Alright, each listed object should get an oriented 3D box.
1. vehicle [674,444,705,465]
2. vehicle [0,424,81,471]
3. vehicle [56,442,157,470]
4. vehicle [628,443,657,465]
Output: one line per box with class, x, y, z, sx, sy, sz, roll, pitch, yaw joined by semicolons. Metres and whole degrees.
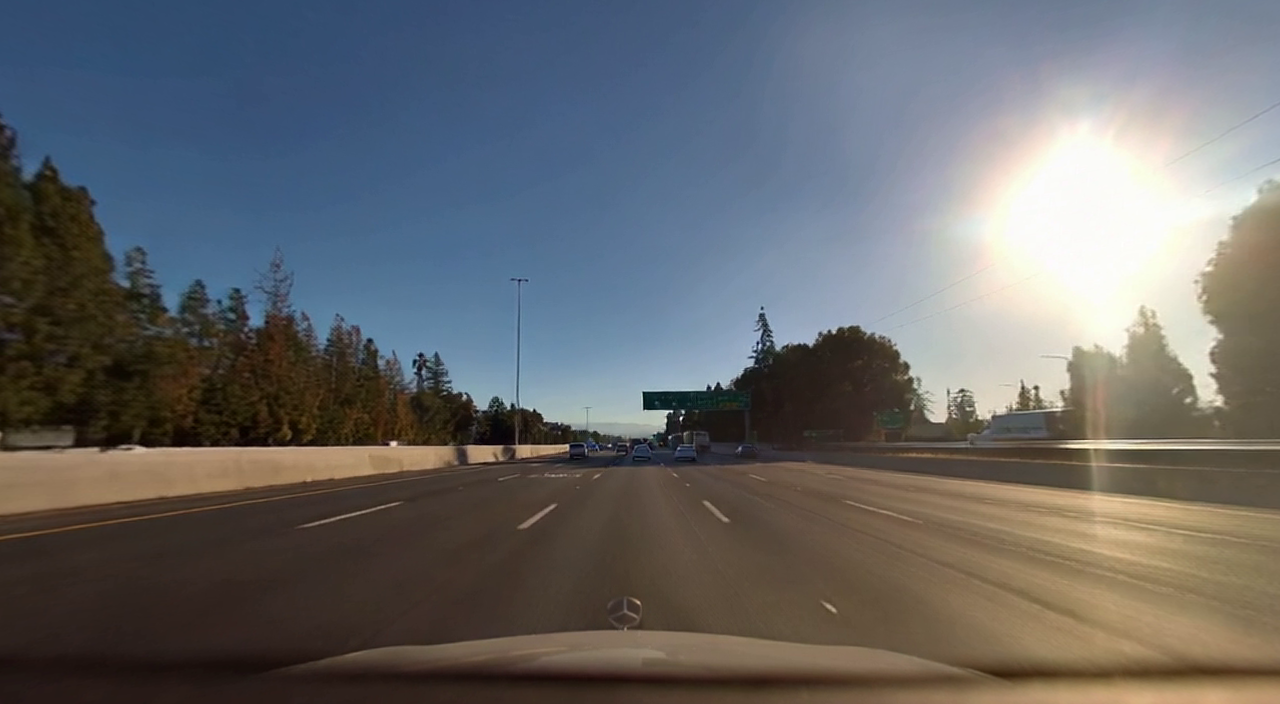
vehicle;3.800;7.905;48.726;2.076;1.506;4.050;0;-9;0
vehicle;-35.495;5.348;35.274;2.723;2.454;5.915;0;-9;2
vehicle;-31.806;6.191;37.763;1.945;1.577;4.555;0;-9;2
vehicle;0.167;7.583;46.839;2.066;1.562;4.198;0;-9;0
